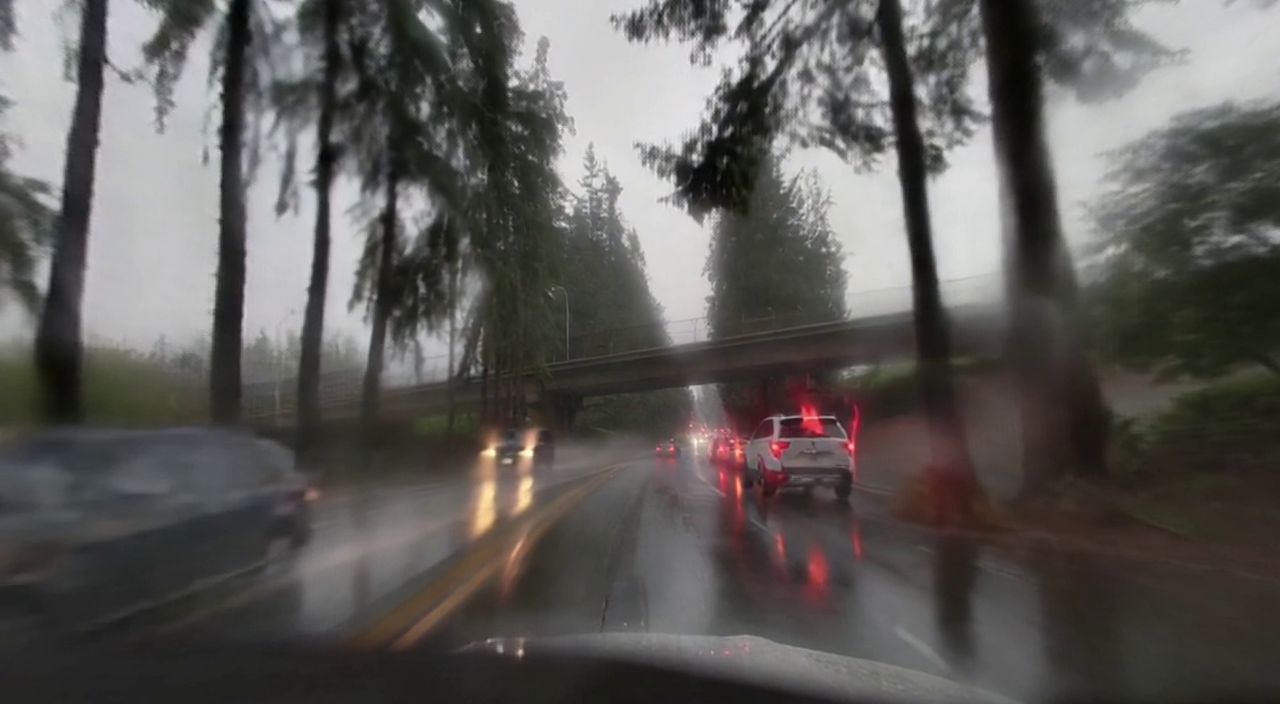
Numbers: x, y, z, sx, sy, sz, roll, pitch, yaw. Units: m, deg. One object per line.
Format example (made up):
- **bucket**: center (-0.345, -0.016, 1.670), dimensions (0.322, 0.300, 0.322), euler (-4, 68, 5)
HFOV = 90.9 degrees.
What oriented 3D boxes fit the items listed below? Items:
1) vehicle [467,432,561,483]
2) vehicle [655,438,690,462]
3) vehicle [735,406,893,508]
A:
- **vehicle**: center (-4.127, 3.532, 21.420), dimensions (2.009, 1.527, 4.119), euler (-1, -8, 6)
- **vehicle**: center (2.248, 6.543, 42.130), dimensions (2.078, 1.506, 4.058), euler (-1, -8, 6)
- **vehicle**: center (3.719, 2.372, 14.637), dimensions (2.273, 1.944, 4.866), euler (0, -8, 0)
